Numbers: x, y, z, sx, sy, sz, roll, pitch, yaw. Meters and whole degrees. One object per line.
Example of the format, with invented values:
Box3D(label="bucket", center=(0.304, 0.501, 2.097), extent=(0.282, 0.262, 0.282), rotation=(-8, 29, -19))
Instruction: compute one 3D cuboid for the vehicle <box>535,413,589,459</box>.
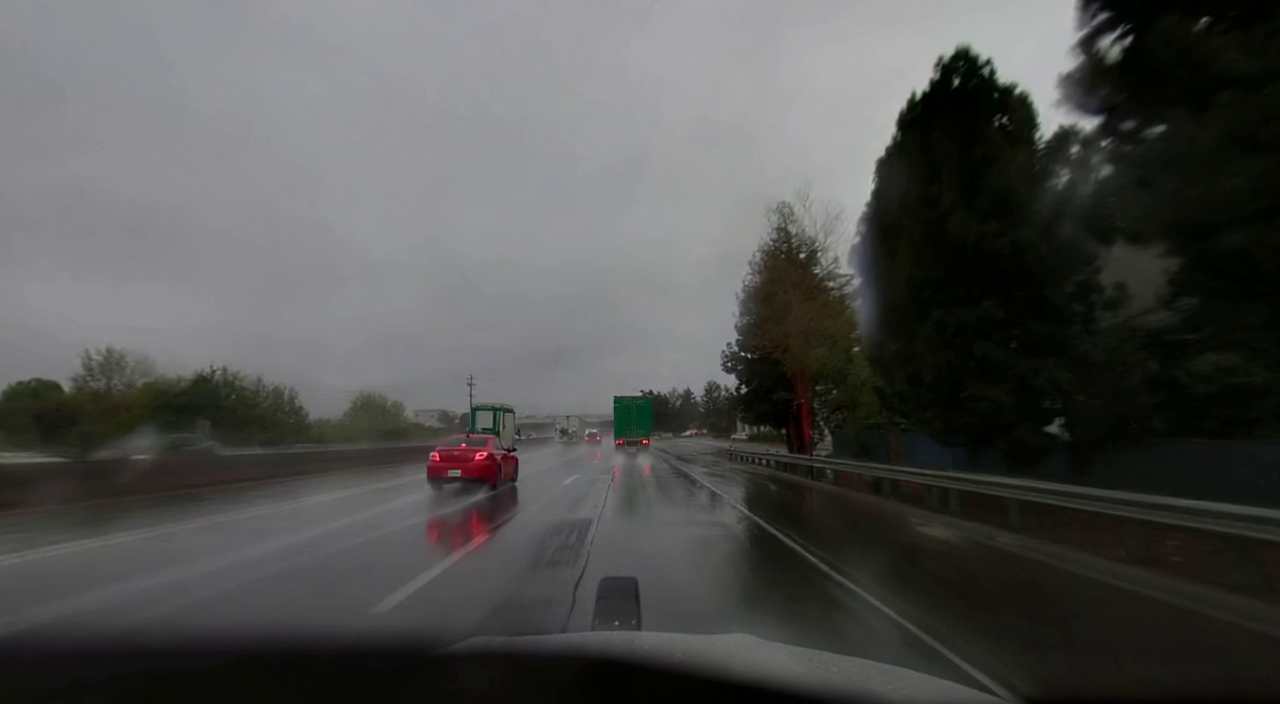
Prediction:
Box3D(label="vehicle", center=(-4.826, 5.379, 40.303), extent=(2.717, 2.714, 6.997), rotation=(0, -8, -2))

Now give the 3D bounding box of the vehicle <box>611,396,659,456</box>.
Box3D(label="vehicle", center=(-0.484, 5.735, 48.255), extent=(3.259, 4.066, 9.891), rotation=(0, -8, -2))

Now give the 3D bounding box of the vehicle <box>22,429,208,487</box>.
Box3D(label="vehicle", center=(-17.155, 3.462, 21.037), extent=(1.942, 1.687, 5.011), rotation=(0, -8, -1))

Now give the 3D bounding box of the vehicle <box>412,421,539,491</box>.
Box3D(label="vehicle", center=(-4.182, 2.731, 17.030), extent=(2.005, 1.602, 5.131), rotation=(0, -8, 1))
